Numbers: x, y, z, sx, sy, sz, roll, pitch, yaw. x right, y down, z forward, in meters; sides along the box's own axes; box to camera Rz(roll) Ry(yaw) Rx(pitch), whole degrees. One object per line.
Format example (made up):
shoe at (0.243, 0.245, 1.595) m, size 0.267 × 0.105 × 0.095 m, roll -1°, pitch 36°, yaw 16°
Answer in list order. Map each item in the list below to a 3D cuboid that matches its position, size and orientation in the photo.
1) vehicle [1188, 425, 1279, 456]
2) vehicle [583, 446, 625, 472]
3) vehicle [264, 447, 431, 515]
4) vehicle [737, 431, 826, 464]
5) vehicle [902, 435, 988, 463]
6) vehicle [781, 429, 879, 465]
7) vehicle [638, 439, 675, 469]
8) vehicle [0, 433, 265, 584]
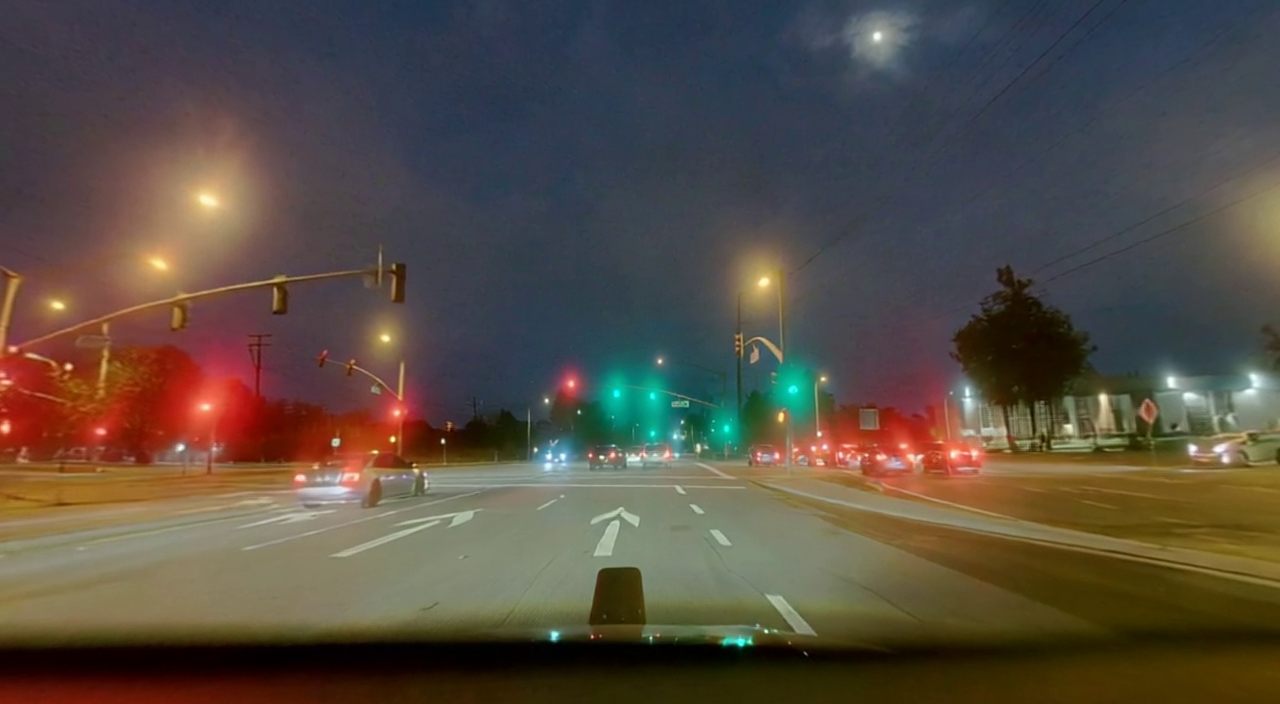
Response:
vehicle at (38.639, 5.678, 40.340) m, size 4.988 × 1.916 × 2.172 m, roll -1°, pitch -9°, yaw 3°
vehicle at (-2.148, 6.490, 38.628) m, size 2.064 × 1.464 × 4.373 m, roll 0°, pitch -8°, yaw 3°
vehicle at (-7.176, 3.170, 16.145) m, size 1.904 × 1.449 × 4.580 m, roll 0°, pitch -8°, yaw 3°
vehicle at (10.250, 7.004, 46.362) m, size 5.904 × 2.269 × 2.948 m, roll -1°, pitch -8°, yaw 3°
vehicle at (19.949, 6.351, 41.454) m, size 4.544 × 1.764 × 1.985 m, roll -1°, pitch -9°, yaw 4°
vehicle at (12.539, 6.315, 42.075) m, size 5.748 × 2.332 × 2.361 m, roll 0°, pitch -9°, yaw 3°
vehicle at (1.139, 6.729, 41.892) m, size 2.276 × 1.850 × 3.897 m, roll -1°, pitch -8°, yaw 4°
vehicle at (-7.606, 1.977, 8.874) m, size 1.912 × 1.573 × 4.299 m, roll 0°, pitch -8°, yaw 2°
